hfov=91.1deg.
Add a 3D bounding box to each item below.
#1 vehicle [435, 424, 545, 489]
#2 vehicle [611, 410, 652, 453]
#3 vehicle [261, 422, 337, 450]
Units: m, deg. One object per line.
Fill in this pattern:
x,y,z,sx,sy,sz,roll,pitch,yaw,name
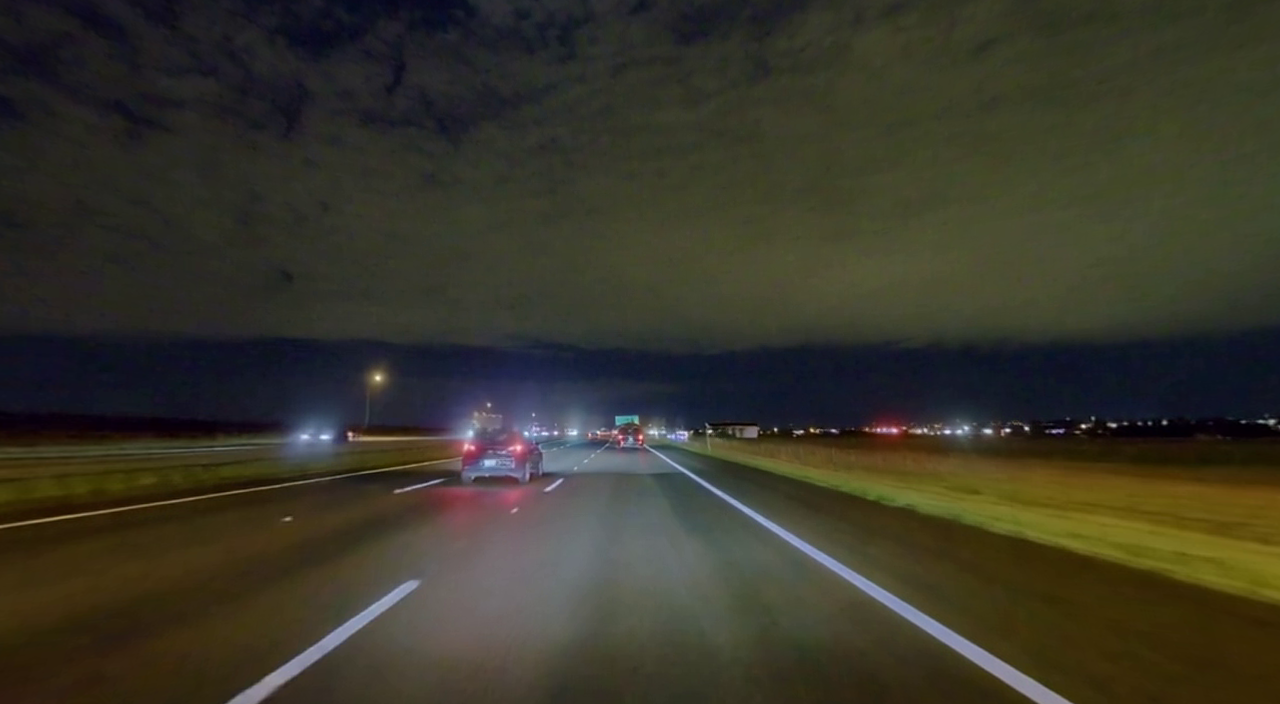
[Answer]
-3.782,2.690,16.589,1.955,1.508,3.996,0,-8,0,vehicle
-0.692,5.484,43.321,2.418,2.704,6.445,0,-8,-4,vehicle
-20.161,4.997,37.425,1.897,1.523,4.794,0,-8,-1,vehicle
